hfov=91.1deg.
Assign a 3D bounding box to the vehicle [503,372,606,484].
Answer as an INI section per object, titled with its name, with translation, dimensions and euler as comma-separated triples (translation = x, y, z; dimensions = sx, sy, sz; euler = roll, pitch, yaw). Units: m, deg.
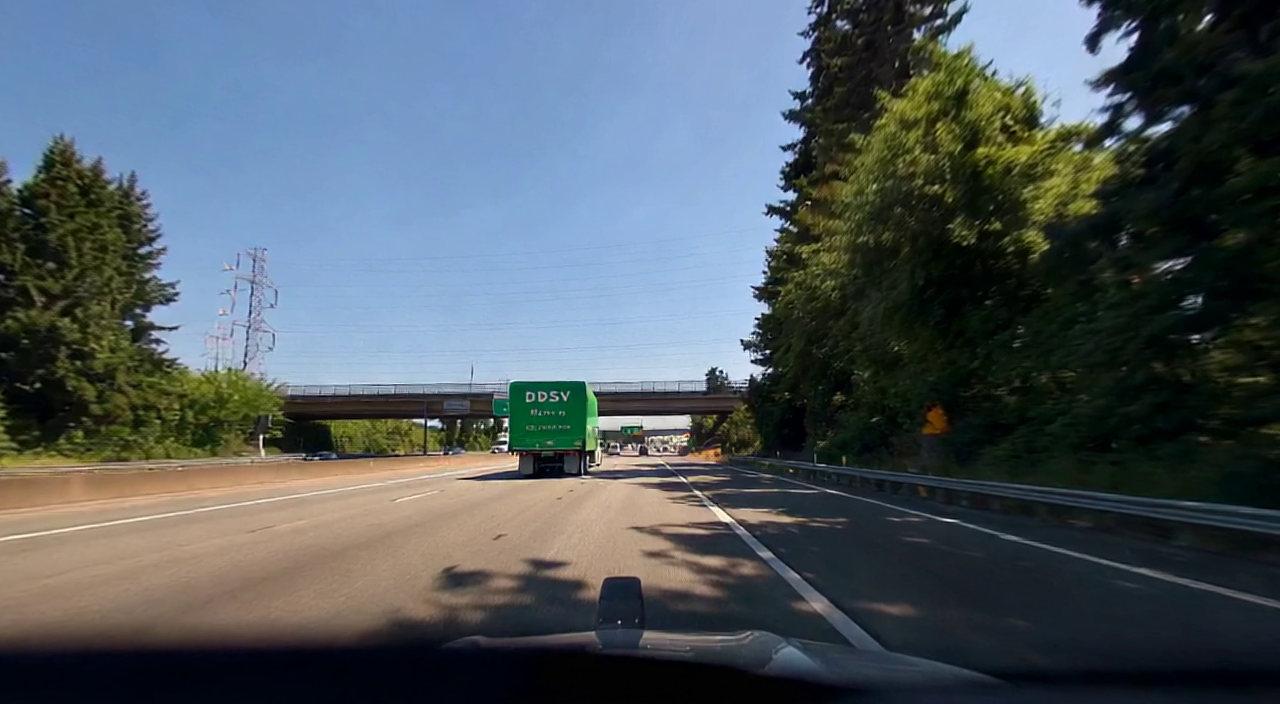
[vehicle]
translation = -3.434, 3.703, 29.169
dimensions = 3.025, 4.002, 12.709
euler = 0, -9, 0
